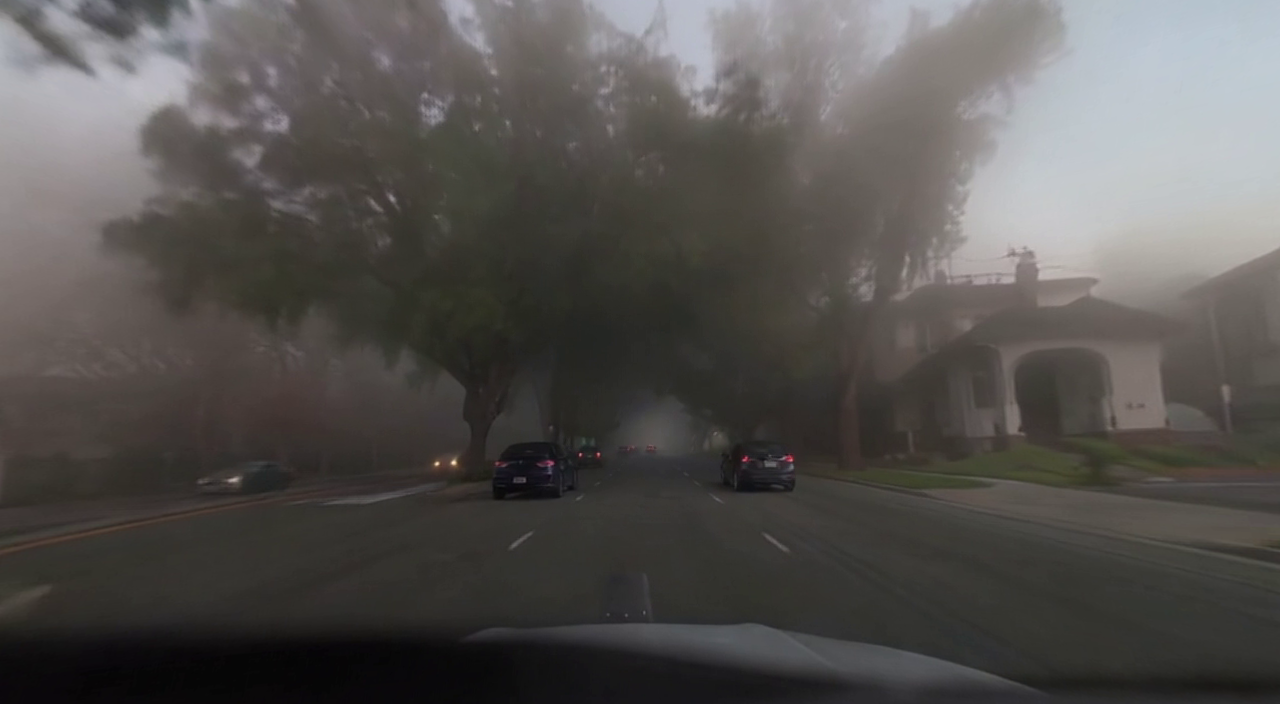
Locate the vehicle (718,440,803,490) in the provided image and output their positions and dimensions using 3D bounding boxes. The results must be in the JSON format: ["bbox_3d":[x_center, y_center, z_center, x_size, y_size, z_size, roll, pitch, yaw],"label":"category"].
[{"bbox_3d":[3.953,3.794,21.518,2.010,1.486,4.498,0,-9,0],"label":"vehicle"}]

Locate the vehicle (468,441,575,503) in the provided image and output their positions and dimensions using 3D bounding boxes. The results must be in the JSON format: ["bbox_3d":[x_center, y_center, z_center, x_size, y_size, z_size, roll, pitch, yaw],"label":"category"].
[{"bbox_3d":[-3.140,3.276,17.696,2.053,1.480,4.381,0,-9,1],"label":"vehicle"}]

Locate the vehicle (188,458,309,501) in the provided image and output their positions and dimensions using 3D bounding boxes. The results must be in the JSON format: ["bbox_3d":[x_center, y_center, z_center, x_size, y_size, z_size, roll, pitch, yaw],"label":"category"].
[{"bbox_3d":[-15.591,5.083,25.446,1.997,1.472,4.426,0,-9,1],"label":"vehicle"}]

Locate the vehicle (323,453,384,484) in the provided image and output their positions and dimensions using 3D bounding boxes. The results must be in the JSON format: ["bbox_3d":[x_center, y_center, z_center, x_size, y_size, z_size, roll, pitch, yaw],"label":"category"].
[{"bbox_3d":[-22.272,9.045,49.201,2.523,2.213,4.637,0,-9,-1],"label":"vehicle"}]

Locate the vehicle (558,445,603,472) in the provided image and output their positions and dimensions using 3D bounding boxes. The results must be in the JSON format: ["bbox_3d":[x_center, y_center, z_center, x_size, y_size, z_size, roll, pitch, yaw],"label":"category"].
[{"bbox_3d":[-3.400,6.176,36.839,1.988,1.497,4.404,0,-9,2],"label":"vehicle"}]
